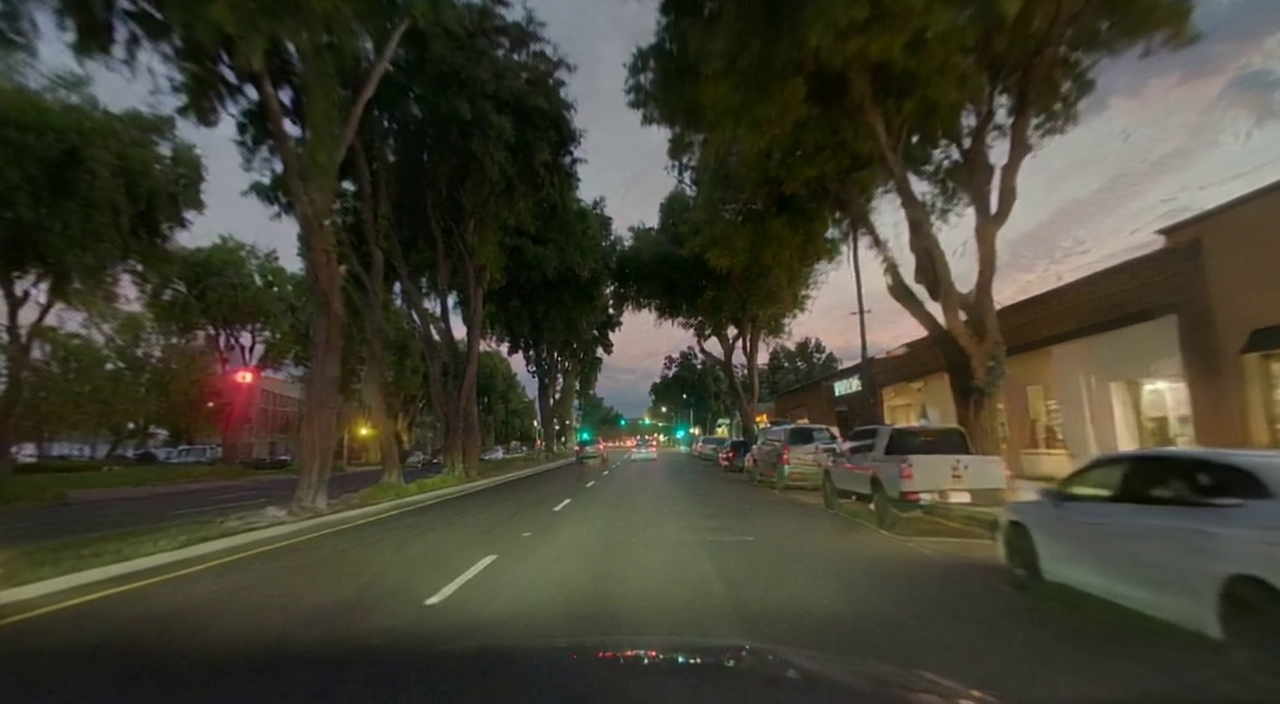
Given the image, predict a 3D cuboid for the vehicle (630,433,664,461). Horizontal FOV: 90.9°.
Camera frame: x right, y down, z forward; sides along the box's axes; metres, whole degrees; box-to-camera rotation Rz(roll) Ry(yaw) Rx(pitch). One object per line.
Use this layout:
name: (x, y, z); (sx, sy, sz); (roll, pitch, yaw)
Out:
vehicle: (0.451, 6.206, 41.273); (2.075, 1.770, 4.018); (0, -8, 0)

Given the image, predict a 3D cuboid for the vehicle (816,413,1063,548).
vehicle: (4.443, 1.965, 10.300); (1.900, 1.702, 4.358); (0, -8, 0)

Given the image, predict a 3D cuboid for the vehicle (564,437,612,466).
vehicle: (-2.819, 5.523, 35.086); (2.151, 1.484, 4.468); (0, -8, 2)

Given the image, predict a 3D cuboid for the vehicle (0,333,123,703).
vehicle: (-3.489, 0.513, 0.413); (2.186, 1.708, 4.746); (0, -8, 1)

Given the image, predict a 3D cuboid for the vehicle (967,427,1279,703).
vehicle: (4.303, 1.268, 4.273); (1.896, 1.451, 4.329); (0, -8, 1)

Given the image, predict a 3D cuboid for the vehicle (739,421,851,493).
vehicle: (4.318, 3.033, 18.467); (2.068, 1.809, 4.889); (0, -8, 0)
